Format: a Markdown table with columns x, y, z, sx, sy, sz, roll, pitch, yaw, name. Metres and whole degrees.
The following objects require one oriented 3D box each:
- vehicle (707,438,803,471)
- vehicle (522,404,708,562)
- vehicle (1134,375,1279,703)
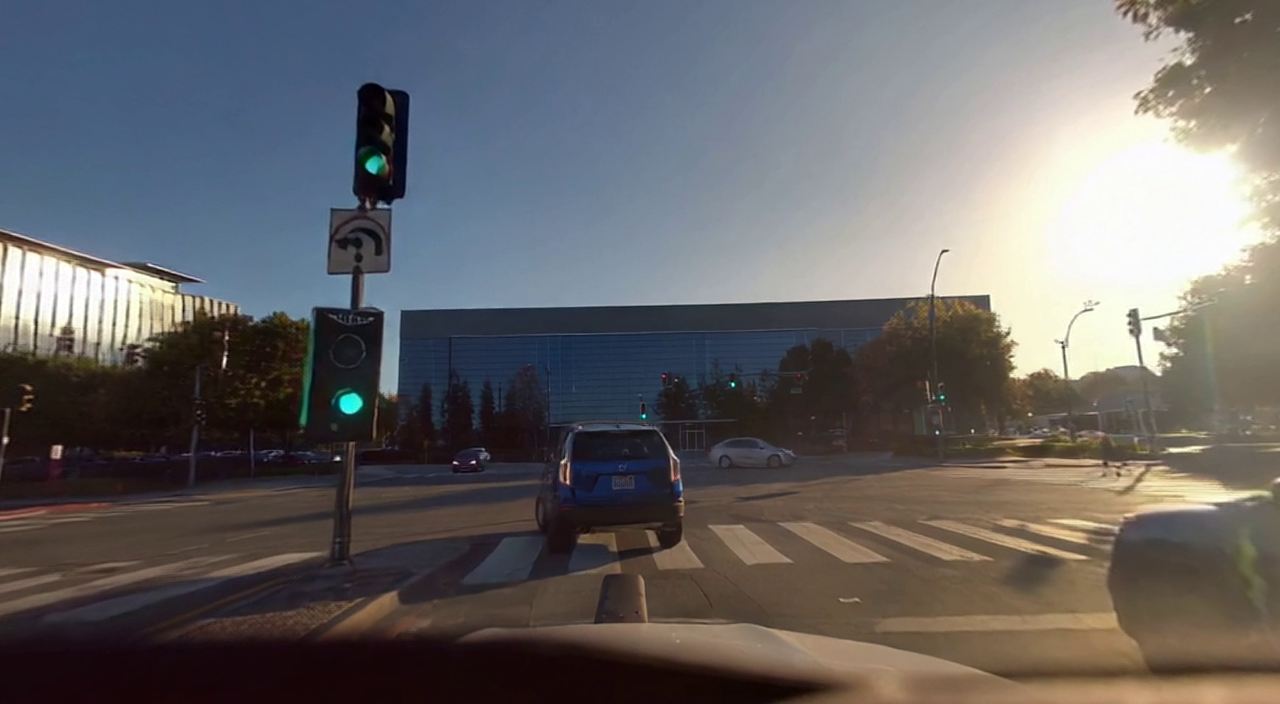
| x | y | z | sx | sy | sz | roll | pitch | yaw | name |
| --- | --- | --- | --- | --- | --- | --- | --- | --- | --- |
| 6.003 | 5.370 | 33.296 | 4.529 | 1.604 | 2.130 | -8 | -11 | 43 | vehicle |
| -0.632 | 1.815 | 9.506 | 2.085 | 1.807 | 4.038 | 2 | -8 | -12 | vehicle |
| 3.583 | 0.661 | 1.040 | 1.899 | 1.572 | 4.425 | 0 | -8 | -1 | vehicle |
